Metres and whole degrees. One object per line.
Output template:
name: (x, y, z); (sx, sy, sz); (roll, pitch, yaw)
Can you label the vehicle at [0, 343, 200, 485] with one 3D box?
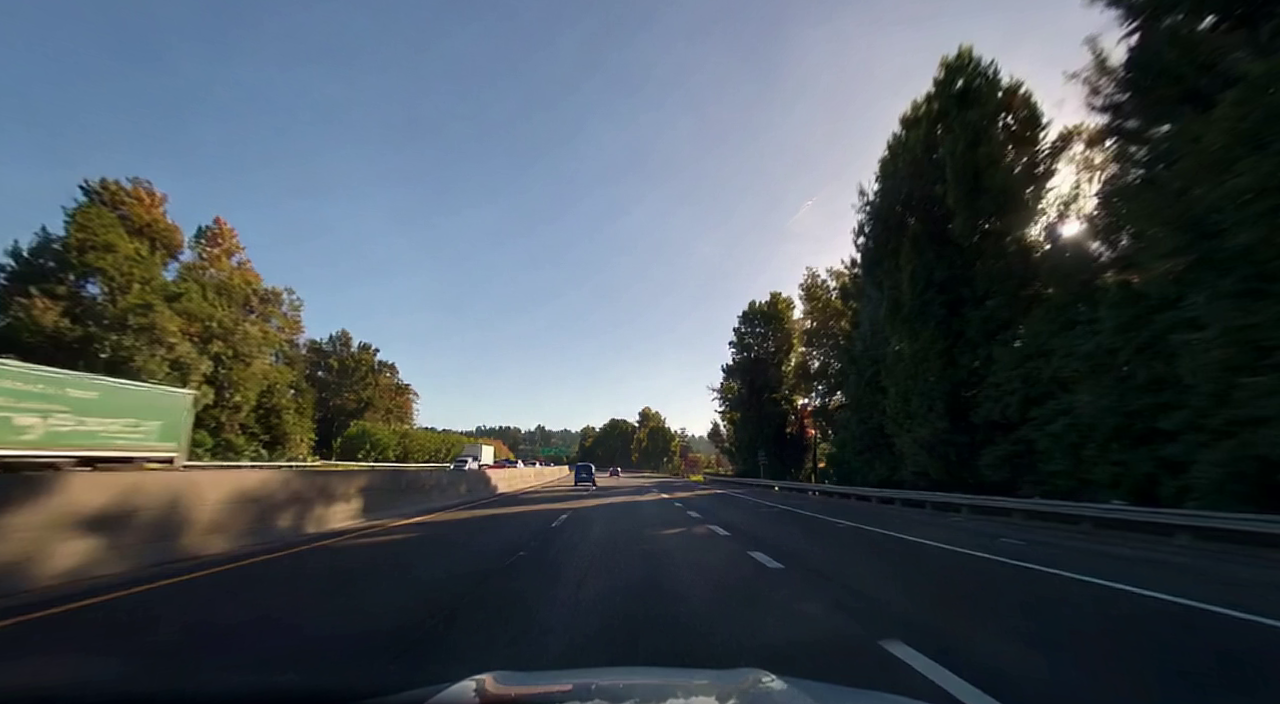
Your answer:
vehicle: (-19.914, 2.035, 19.500); (2.876, 4.019, 13.821); (1, -10, -1)
